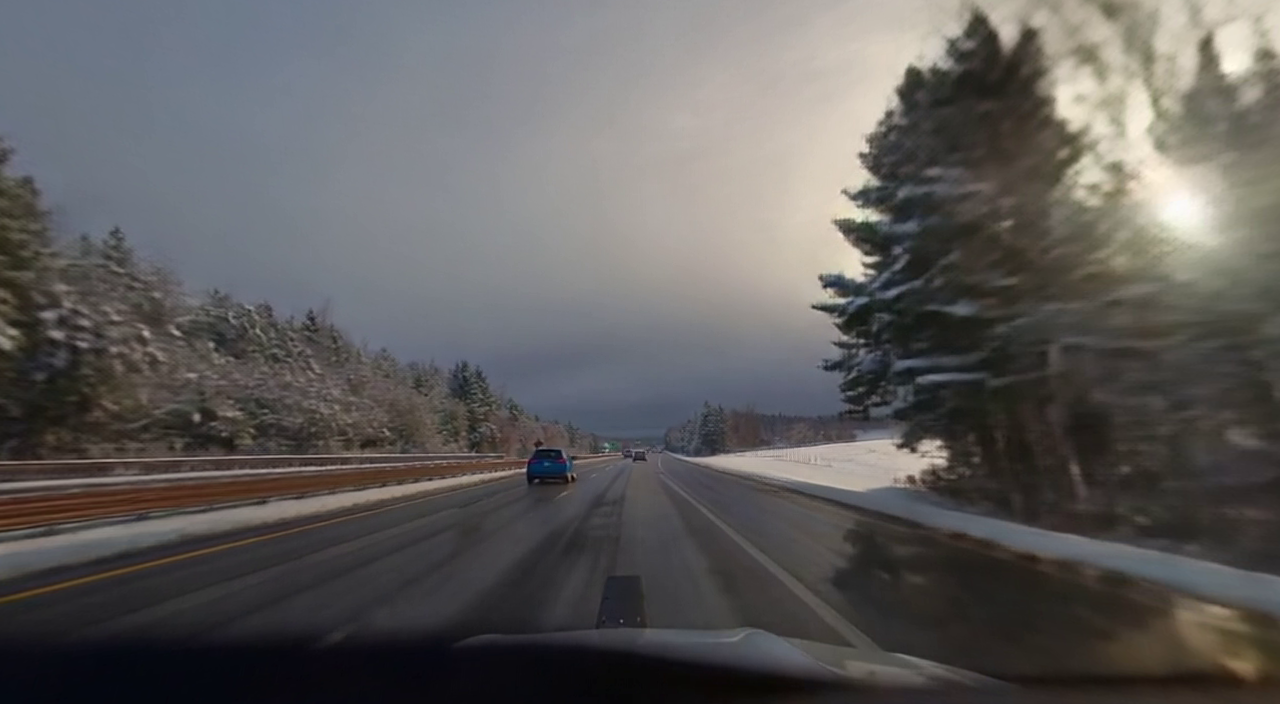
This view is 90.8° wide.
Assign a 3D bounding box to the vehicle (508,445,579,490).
[{"bbox_3d":[-3.655,4.446,24.657,2.088,1.586,4.000,0,-9,1],"label":"vehicle"}]
